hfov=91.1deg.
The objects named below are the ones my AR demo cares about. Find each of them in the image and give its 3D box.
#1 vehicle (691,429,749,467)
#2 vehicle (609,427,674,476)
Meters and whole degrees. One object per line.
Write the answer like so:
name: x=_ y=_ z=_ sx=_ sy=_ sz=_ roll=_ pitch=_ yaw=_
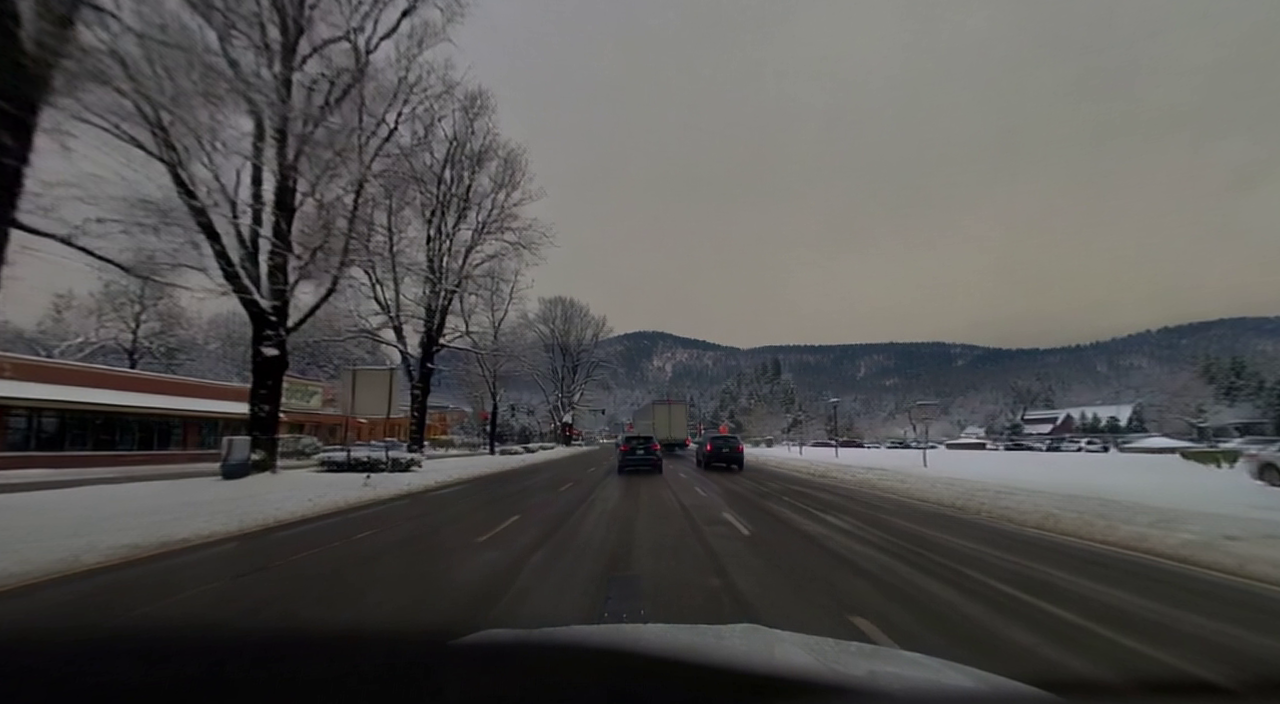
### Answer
vehicle: x=3.713 y=4.563 z=30.010 sx=2.088 sy=1.655 sz=4.360 roll=0 pitch=-8 yaw=-1
vehicle: x=0.006 y=3.686 z=23.362 sx=2.193 sy=1.651 sz=3.946 roll=0 pitch=-8 yaw=-1
